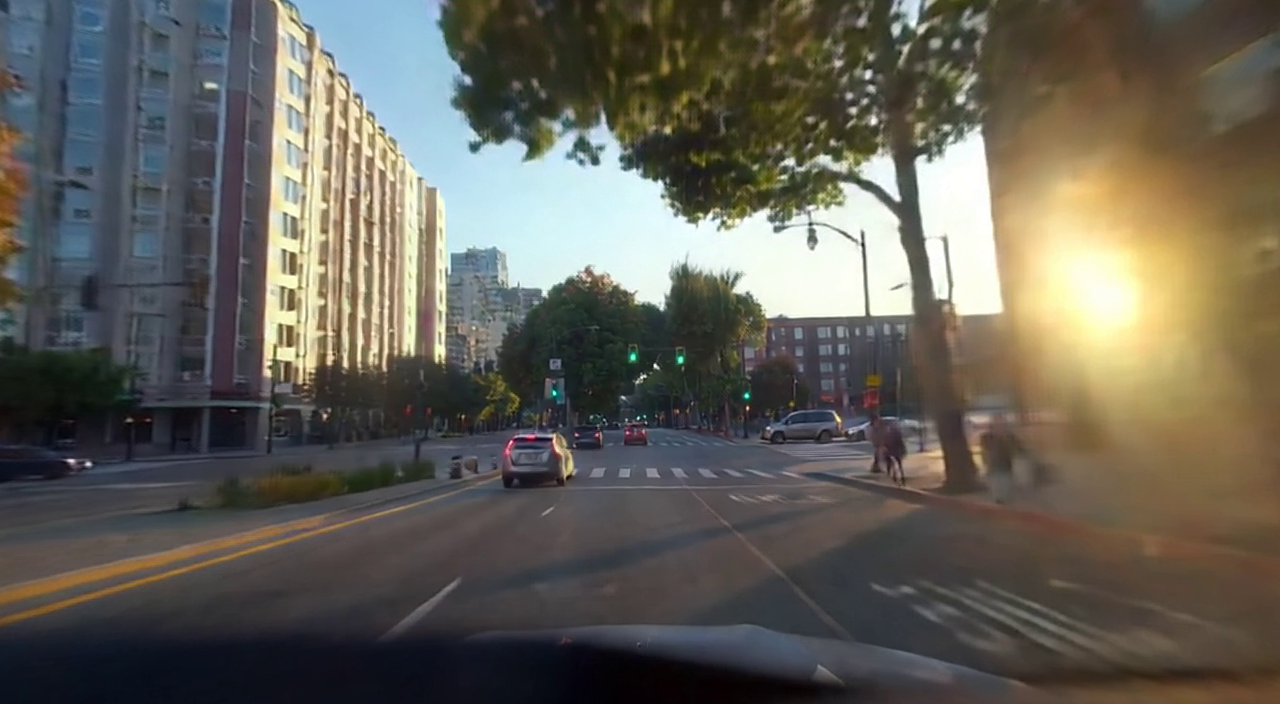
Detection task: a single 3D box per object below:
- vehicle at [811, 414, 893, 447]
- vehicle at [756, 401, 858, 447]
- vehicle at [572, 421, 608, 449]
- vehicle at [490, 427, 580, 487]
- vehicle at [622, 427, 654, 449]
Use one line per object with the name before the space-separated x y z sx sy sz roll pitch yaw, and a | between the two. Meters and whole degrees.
vehicle | 13.158 4.877 39.427 4.328 1.742 1.942 -3 -5 -1
vehicle | 11.766 5.109 44.808 6.233 2.668 2.627 -4 -8 -3
vehicle | -3.424 5.849 44.279 2.152 1.802 4.628 0 -8 0
vehicle | -3.287 3.401 20.738 2.116 1.725 4.315 0 -8 1
vehicle | -0.170 6.032 44.252 2.095 1.438 3.843 0 -8 -1
